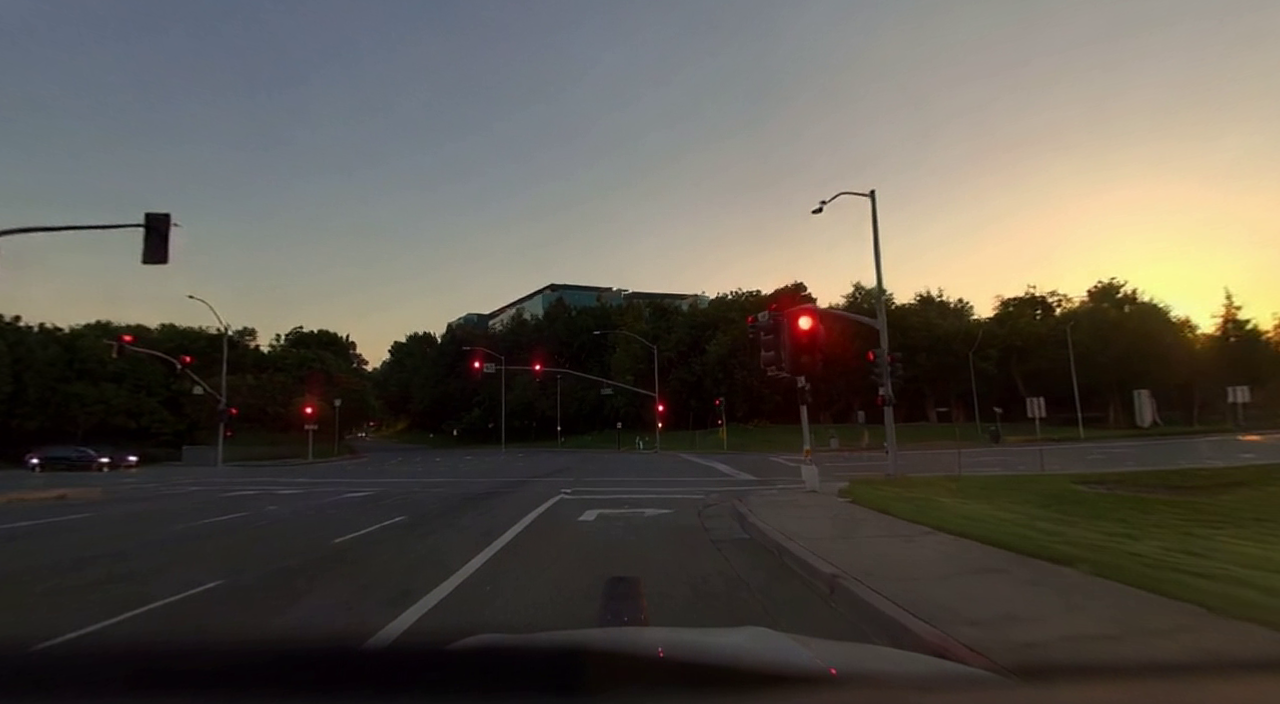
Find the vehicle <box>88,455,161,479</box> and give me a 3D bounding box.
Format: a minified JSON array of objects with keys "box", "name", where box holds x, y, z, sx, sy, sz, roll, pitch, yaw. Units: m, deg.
[{"box":[-36.883,8.233,45.156,3.748,1.389,1.656,-2,-6,-2],"name":"vehicle"}]
